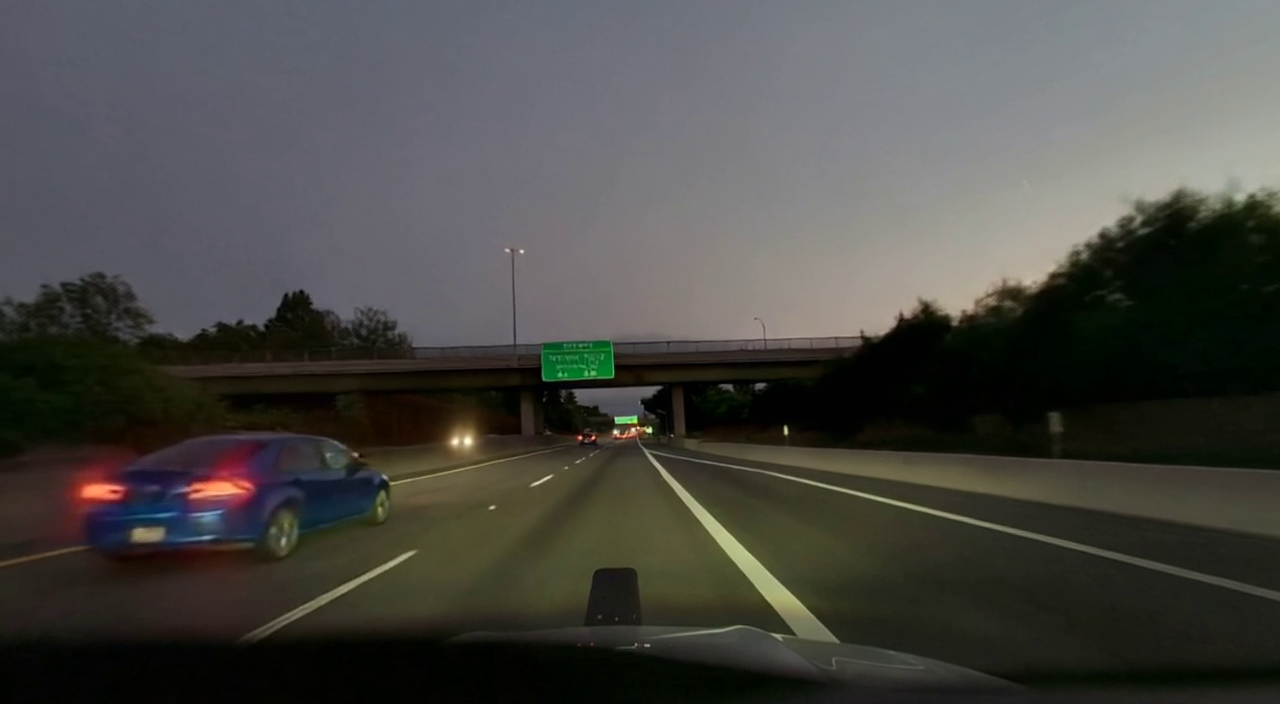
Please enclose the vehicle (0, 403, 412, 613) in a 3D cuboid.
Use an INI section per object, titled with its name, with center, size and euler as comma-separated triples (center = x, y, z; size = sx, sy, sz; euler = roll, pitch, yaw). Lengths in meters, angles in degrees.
[vehicle]
center = -4.534, 1.526, 7.299
size = 2.086, 1.624, 4.607
euler = 0, -8, 0
